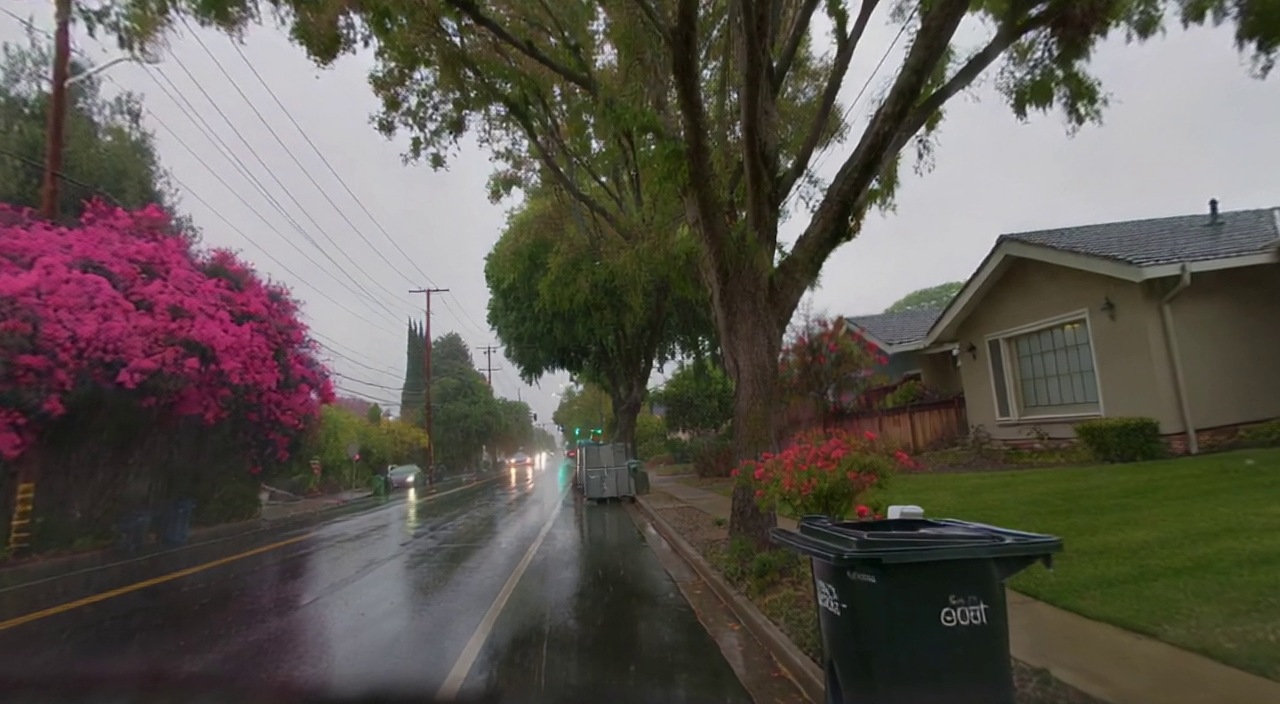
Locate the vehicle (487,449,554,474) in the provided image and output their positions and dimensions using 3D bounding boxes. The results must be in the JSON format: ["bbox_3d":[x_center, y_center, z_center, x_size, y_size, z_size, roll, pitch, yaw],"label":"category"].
[{"bbox_3d":[-9.142,8.396,48.615,4.723,1.679,2.218,-2,-9,1],"label":"vehicle"}]

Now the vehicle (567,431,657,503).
[{"bbox_3d":[-0.827,3.081,17.388,2.190,1.708,4.115,0,-8,-4],"label":"vehicle"}]

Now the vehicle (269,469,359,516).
[{"bbox_3d":[-13.764,5.920,26.979,1.982,1.660,4.142,1,-8,-6],"label":"vehicle"}]
